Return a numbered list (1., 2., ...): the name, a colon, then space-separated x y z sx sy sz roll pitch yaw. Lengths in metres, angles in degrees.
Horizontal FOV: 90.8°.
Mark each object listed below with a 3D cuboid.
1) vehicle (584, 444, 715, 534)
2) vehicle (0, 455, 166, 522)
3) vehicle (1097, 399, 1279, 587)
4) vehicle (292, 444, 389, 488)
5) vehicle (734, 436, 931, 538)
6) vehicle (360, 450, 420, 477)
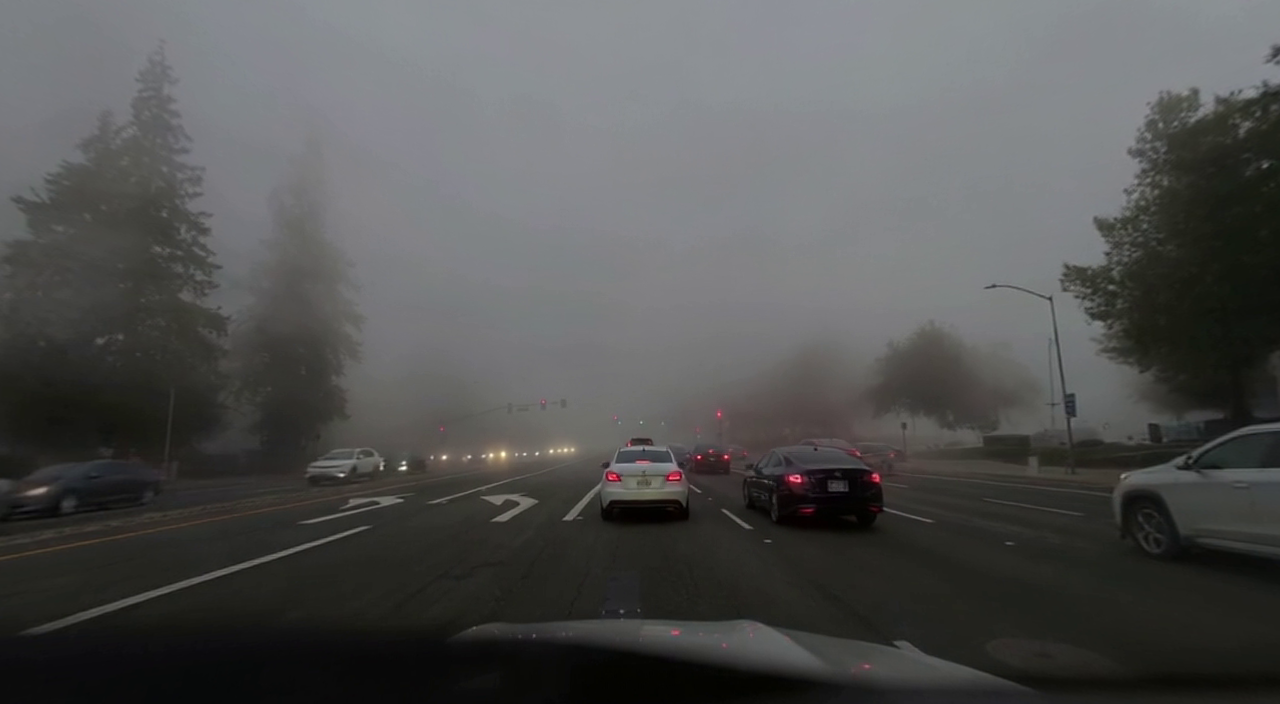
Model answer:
1. vehicle: 0.092 2.386 11.673 1.990 1.347 4.067 0 -8 -2
2. vehicle: -15.340 3.580 17.078 1.776 1.480 4.236 0 -8 -1
3. vehicle: 6.937 1.317 5.908 1.987 1.730 4.373 0 -8 -1
4. vehicle: -12.361 4.693 26.425 1.963 1.649 4.290 0 -8 0
5. vehicle: 3.151 2.317 11.640 1.970 1.445 4.974 0 -8 -1
6. vehicle: -14.895 6.645 37.955 2.018 1.469 4.916 1 -9 -5
